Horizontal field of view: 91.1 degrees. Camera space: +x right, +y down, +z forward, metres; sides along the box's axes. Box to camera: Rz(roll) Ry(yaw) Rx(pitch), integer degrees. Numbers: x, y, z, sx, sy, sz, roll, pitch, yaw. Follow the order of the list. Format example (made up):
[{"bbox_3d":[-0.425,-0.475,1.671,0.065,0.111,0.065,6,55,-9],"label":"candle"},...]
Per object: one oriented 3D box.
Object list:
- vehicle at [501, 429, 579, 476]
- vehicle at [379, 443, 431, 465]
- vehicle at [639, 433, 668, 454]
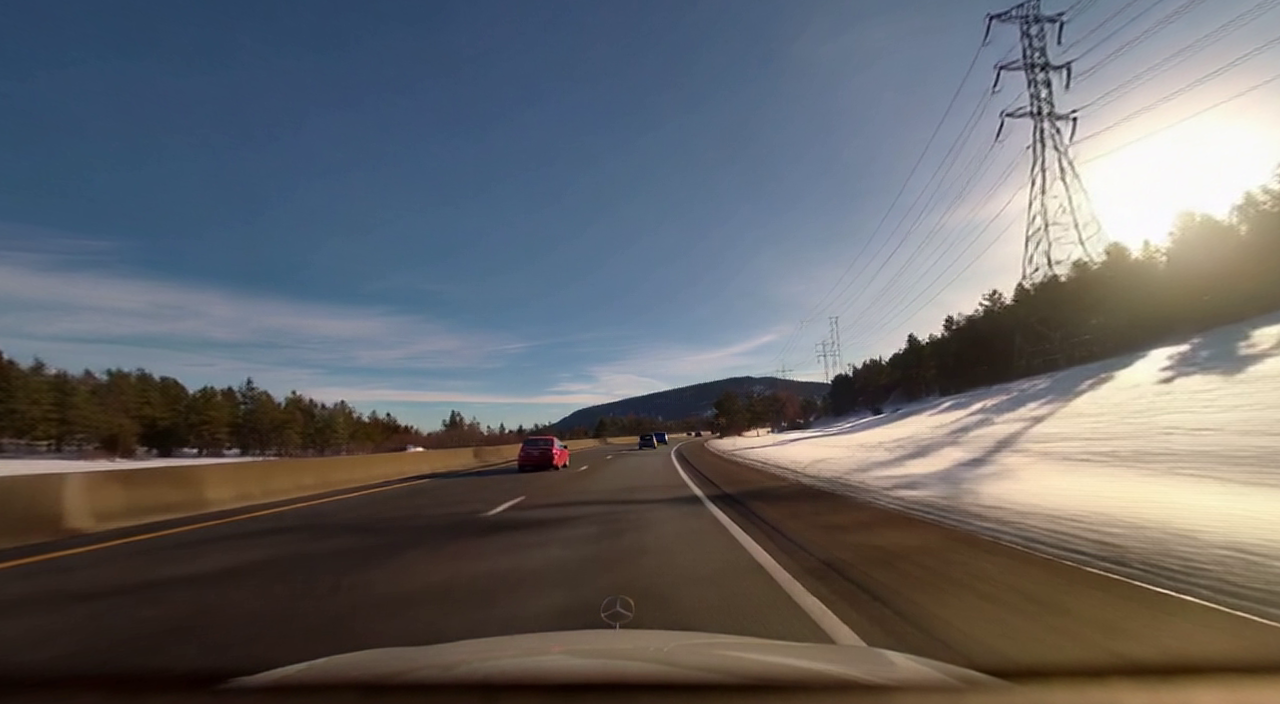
[{"bbox_3d":[-3.508,3.617,22.935,2.030,1.522,4.250,0,-8,2],"label":"vehicle"},{"bbox_3d":[-17.527,7.607,47.131,1.912,1.514,4.589,0,-8,2],"label":"vehicle"},{"bbox_3d":[1.096,6.879,47.513,2.077,1.523,4.206,0,-8,3],"label":"vehicle"}]
